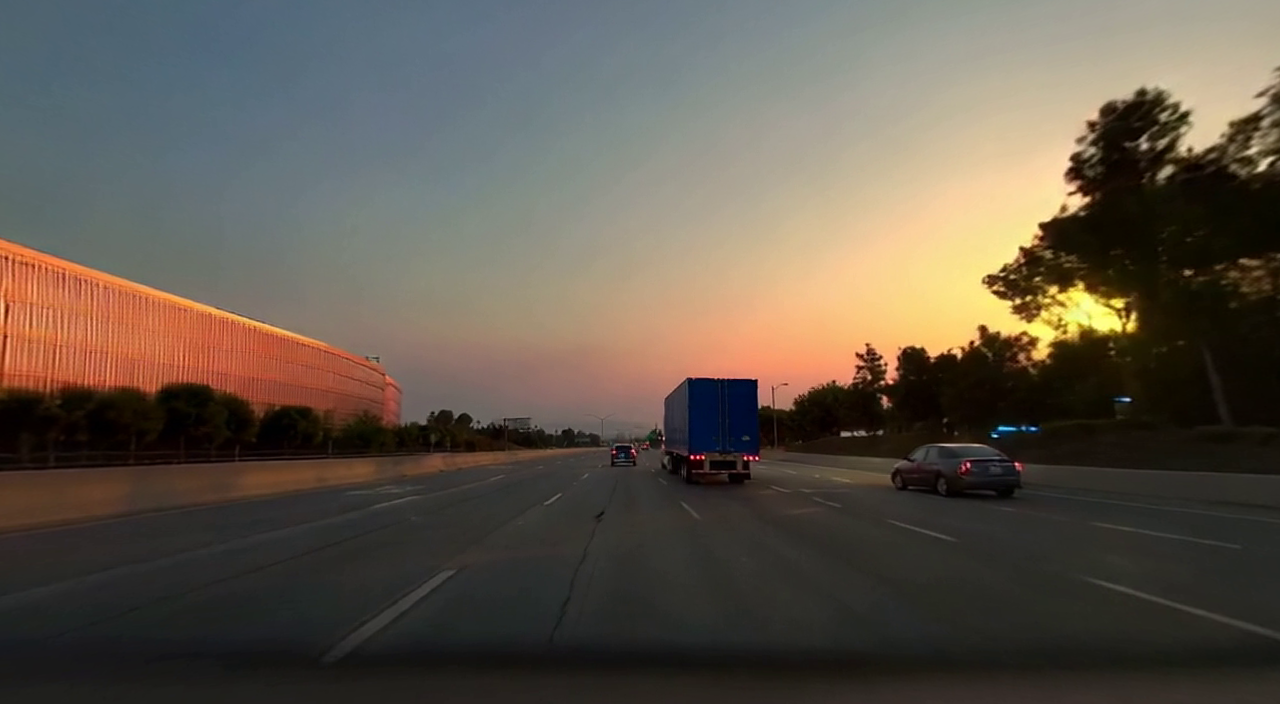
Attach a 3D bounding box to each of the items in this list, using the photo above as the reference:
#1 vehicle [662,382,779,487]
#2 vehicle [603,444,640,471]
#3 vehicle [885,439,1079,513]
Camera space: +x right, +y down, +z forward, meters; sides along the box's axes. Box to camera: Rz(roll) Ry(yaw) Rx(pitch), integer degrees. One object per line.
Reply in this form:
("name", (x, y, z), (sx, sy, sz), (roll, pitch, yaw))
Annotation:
("vehicle", (2.737, 3.445, 25.604), (2.934, 3.325, 10.986), (0, -9, -2))
("vehicle", (-1.018, 5.838, 35.115), (1.929, 1.395, 3.999), (0, -9, -1))
("vehicle", (7.883, 2.885, 15.231), (2.105, 1.494, 4.537), (0, -9, -1))
